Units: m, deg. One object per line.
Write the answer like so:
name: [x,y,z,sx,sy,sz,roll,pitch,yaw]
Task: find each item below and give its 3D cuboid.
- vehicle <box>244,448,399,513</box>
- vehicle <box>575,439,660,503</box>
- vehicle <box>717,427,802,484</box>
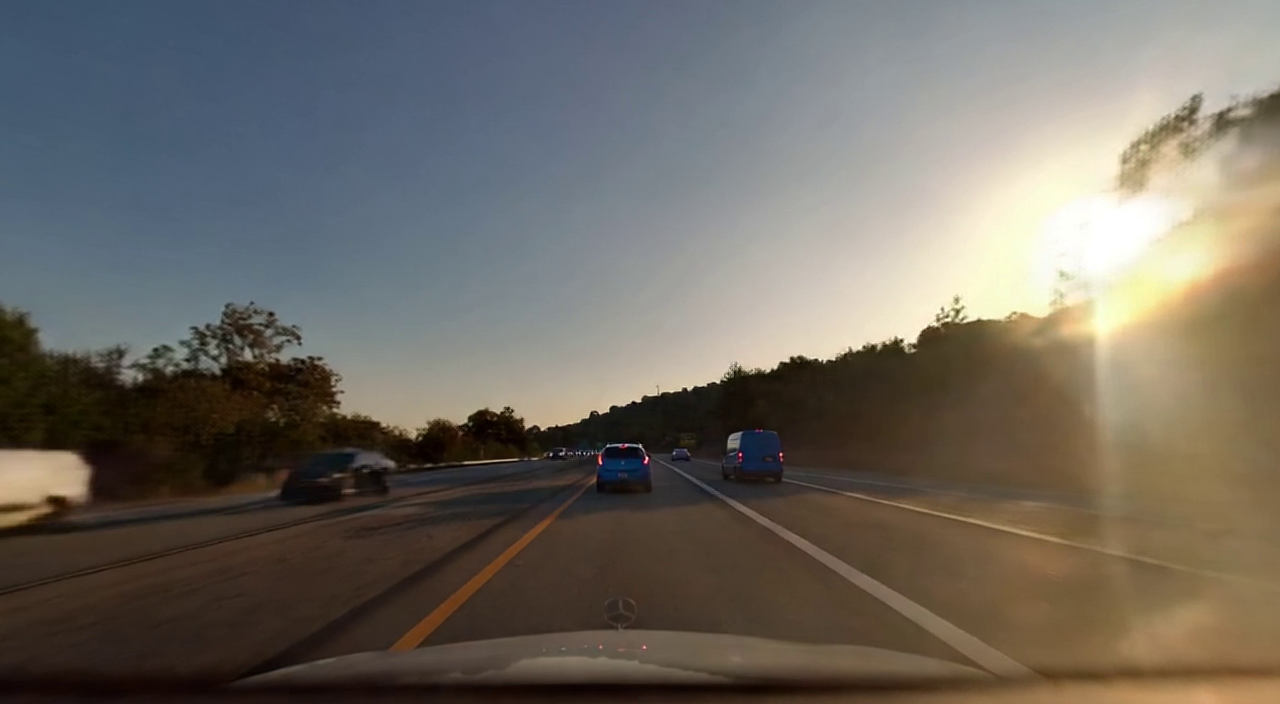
vehicle: [-8.529,3.445,17.353,1.989,1.524,4.405,0,-9,0]
vehicle: [-0.539,3.144,16.900,2.029,1.483,3.769,0,-9,0]
vehicle: [4.477,3.984,24.314,2.261,1.952,4.784,0,-9,-1]
